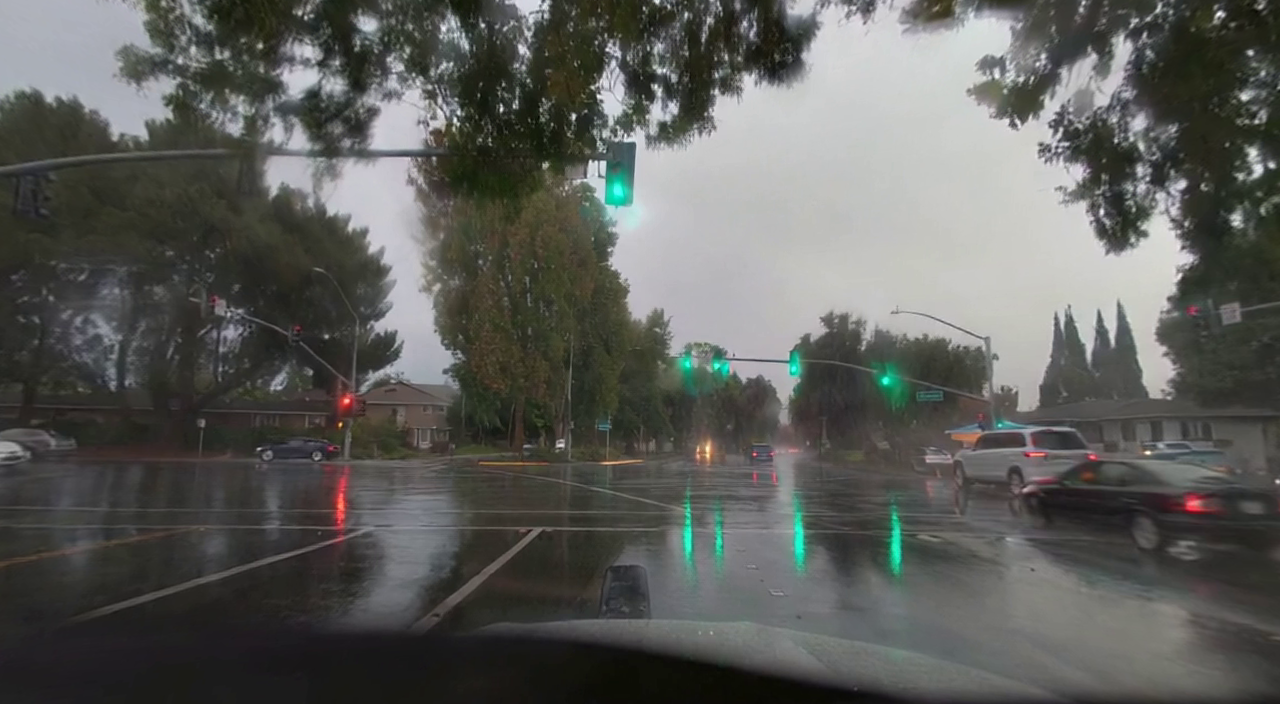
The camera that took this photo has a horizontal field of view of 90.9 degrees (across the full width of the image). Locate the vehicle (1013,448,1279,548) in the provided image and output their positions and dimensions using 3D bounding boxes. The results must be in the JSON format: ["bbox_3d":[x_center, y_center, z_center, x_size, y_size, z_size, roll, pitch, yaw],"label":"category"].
[{"bbox_3d":[9.559,2.606,12.067,1.947,1.481,4.745,0,-8,1],"label":"vehicle"}]

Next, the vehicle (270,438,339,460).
[{"bbox_3d":[-24.815,7.171,46.785,1.917,1.543,4.027,-5,-10,29],"label":"vehicle"}]

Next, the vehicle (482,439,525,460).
[{"bbox_3d":[-10.072,7.218,46.723,2.039,1.519,4.356,-1,-8,2],"label":"vehicle"}]

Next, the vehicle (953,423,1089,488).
[{"bbox_3d":[16.810,4.722,28.357,2.289,2.575,6.010,0,-11,1],"label":"vehicle"}]

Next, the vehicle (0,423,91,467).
[{"bbox_3d":[-27.020,3.983,26.987,4.911,1.801,2.129,0,-8,0],"label":"vehicle"}]

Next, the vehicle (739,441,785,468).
[{"bbox_3d":[7.344,6.211,38.350,1.962,1.568,4.430,0,-8,1],"label":"vehicle"}]
